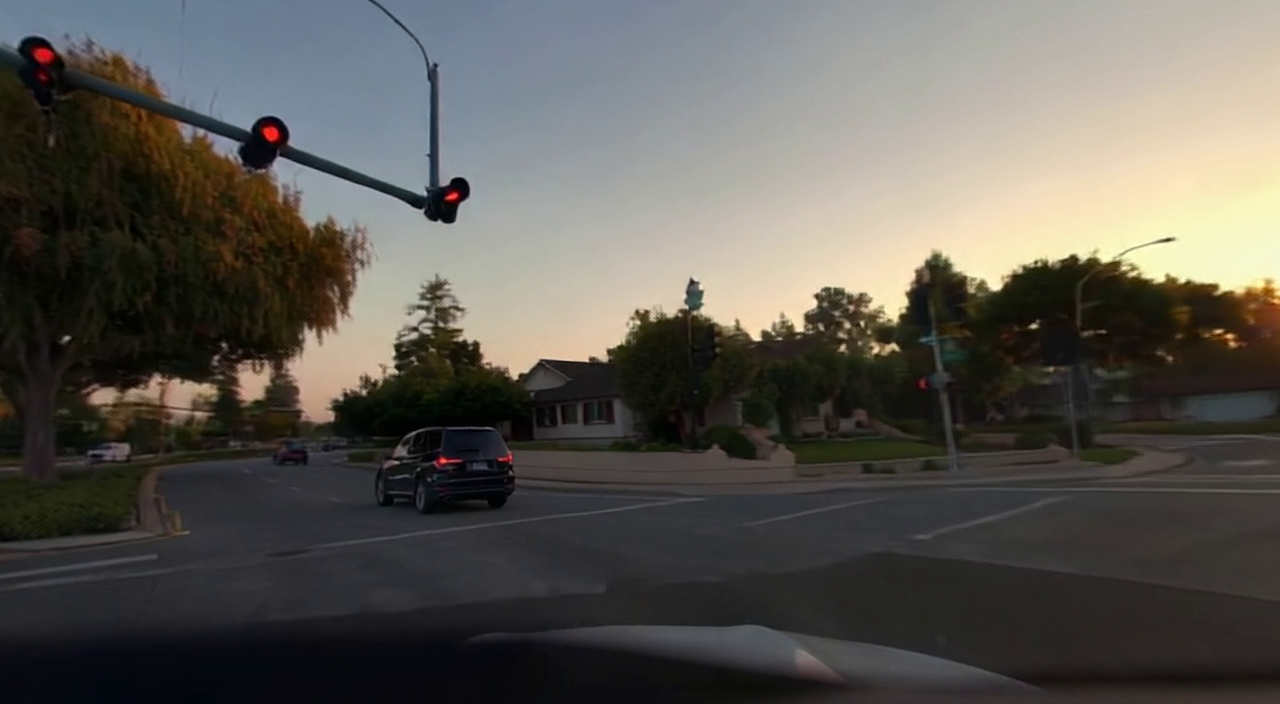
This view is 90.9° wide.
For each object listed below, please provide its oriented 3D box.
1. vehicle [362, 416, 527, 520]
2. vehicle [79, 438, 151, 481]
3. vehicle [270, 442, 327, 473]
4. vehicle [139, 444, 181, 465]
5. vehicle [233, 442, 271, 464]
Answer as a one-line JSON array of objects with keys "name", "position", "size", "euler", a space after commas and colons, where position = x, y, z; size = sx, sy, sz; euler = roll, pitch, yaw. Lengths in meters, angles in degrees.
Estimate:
[{"name": "vehicle", "position": [-4.452, 2.445, 13.823], "size": [2.141, 1.833, 4.704], "euler": [5, -10, -33]}, {"name": "vehicle", "position": [-23.242, 4.723, 28.057], "size": [2.063, 1.721, 4.261], "euler": [6, -10, -35]}, {"name": "vehicle", "position": [-17.709, 5.391, 32.558], "size": [1.983, 1.433, 4.558], "euler": [5, -10, -34]}, {"name": "vehicle", "position": [-36.064, 7.687, 47.438], "size": [1.976, 1.461, 3.642], "euler": [5, -10, -30]}, {"name": "vehicle", "position": [-27.666, 7.175, 44.900], "size": [1.854, 1.520, 3.759], "euler": [6, -10, -36]}]
